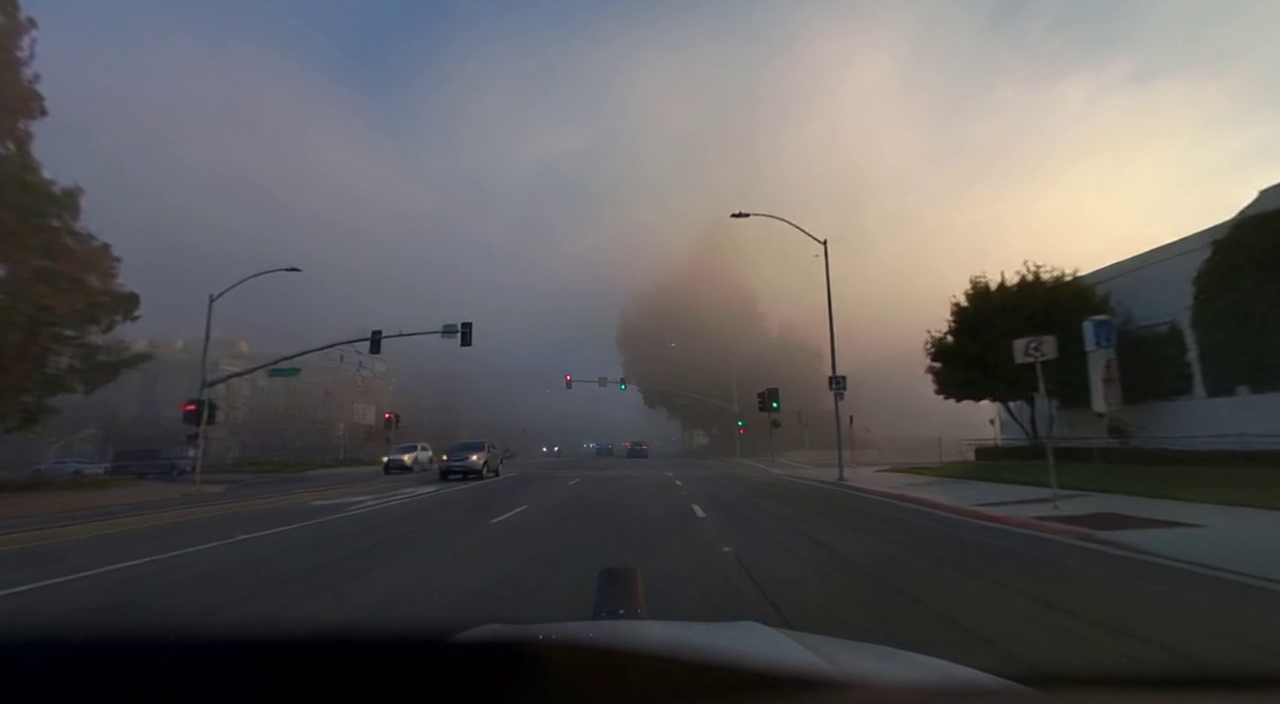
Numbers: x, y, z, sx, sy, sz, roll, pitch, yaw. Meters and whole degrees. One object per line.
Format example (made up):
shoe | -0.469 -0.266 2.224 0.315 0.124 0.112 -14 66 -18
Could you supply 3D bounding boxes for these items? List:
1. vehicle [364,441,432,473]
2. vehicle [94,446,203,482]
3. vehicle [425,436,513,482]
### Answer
vehicle | -14.661 6.401 38.591 2.167 1.787 4.882 -1 -9 1
vehicle | -31.015 7.068 39.993 4.957 1.928 2.203 -2 -8 -5
vehicle | -6.947 4.392 26.270 2.262 1.708 4.466 -1 -9 2
